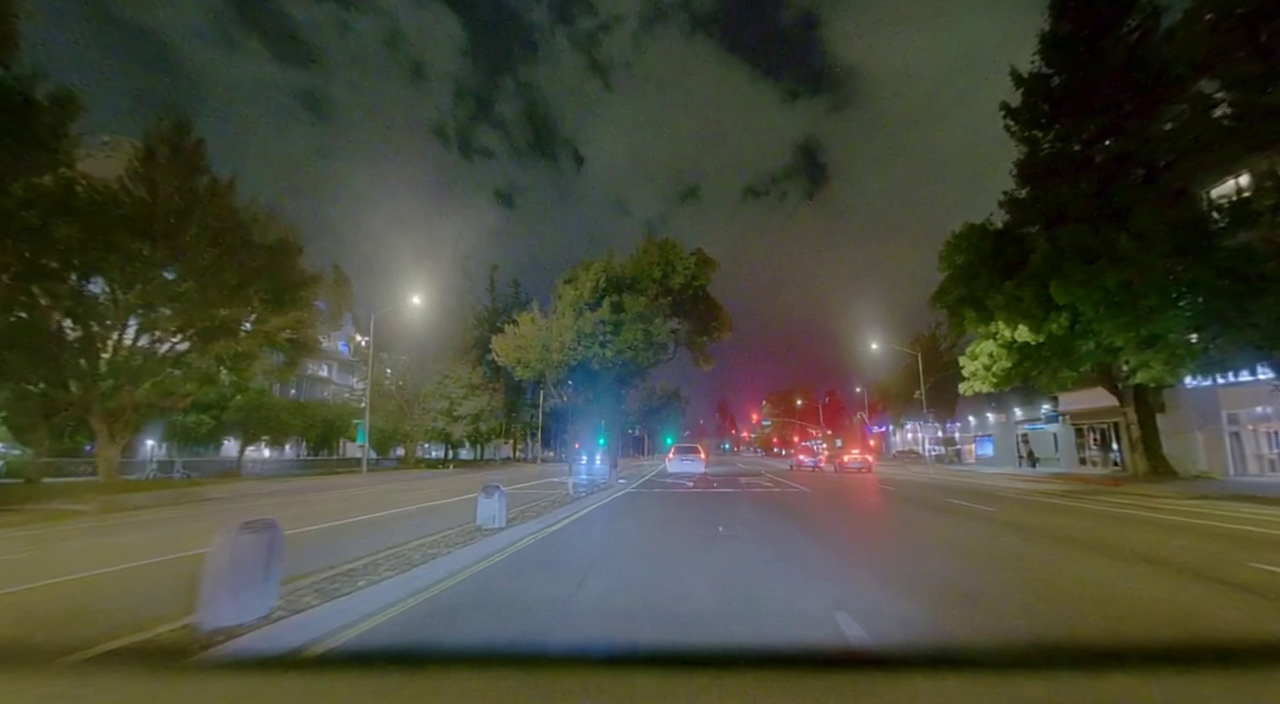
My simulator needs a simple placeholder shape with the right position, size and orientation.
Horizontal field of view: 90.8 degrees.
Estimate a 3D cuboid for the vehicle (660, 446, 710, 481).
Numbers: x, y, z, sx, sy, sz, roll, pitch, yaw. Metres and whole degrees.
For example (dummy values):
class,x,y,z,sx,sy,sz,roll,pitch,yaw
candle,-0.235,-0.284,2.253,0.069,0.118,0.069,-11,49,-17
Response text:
class,x,y,z,sx,sy,sz,roll,pitch,yaw
vehicle,2.045,4.983,28.534,2.064,1.477,3.968,-1,-9,4
